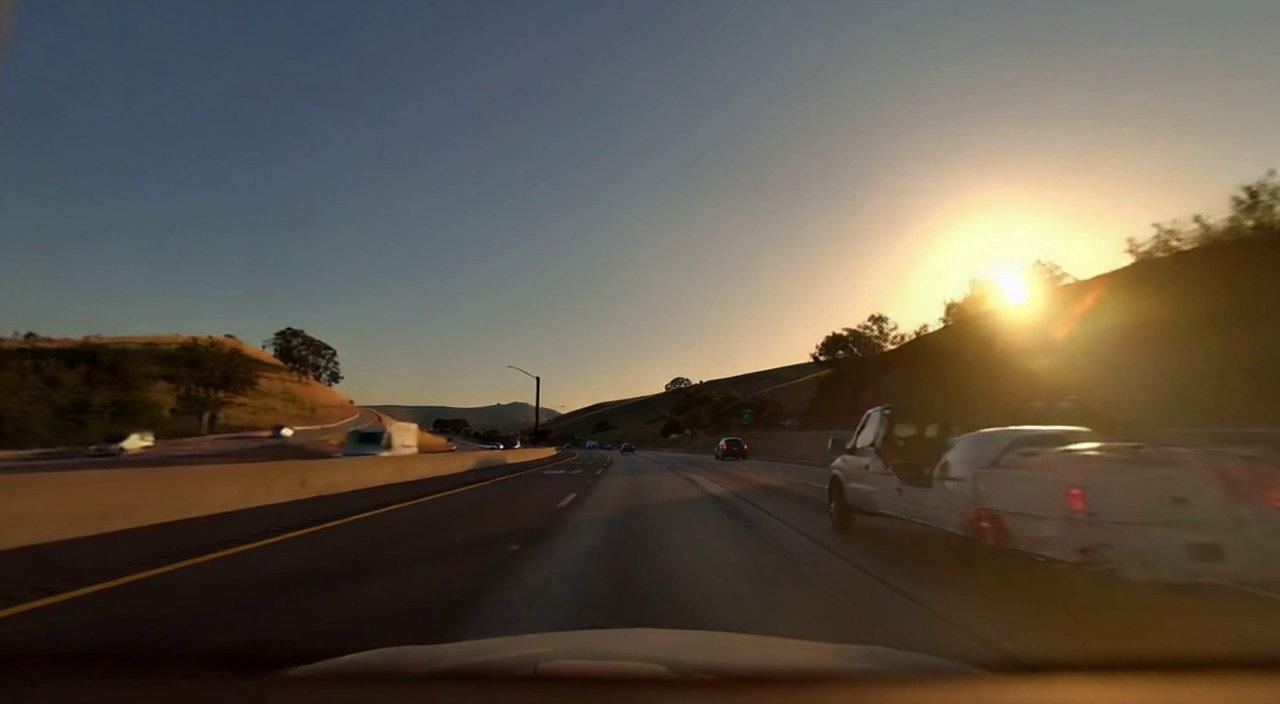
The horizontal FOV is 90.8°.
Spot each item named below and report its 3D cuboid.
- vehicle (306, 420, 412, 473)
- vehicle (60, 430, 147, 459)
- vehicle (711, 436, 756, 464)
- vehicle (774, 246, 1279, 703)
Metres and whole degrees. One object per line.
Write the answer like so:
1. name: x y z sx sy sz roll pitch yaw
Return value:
1. vehicle: -14.003 4.773 32.053 2.437 2.397 6.468 0 -8 -1
2. vehicle: -40.014 6.914 47.279 2.371 2.008 5.235 1 -9 -8
3. vehicle: 6.125 6.504 41.926 2.104 1.723 4.538 0 -8 -2
4. vehicle: 3.677 1.189 6.130 2.981 2.053 7.897 0 -8 0
